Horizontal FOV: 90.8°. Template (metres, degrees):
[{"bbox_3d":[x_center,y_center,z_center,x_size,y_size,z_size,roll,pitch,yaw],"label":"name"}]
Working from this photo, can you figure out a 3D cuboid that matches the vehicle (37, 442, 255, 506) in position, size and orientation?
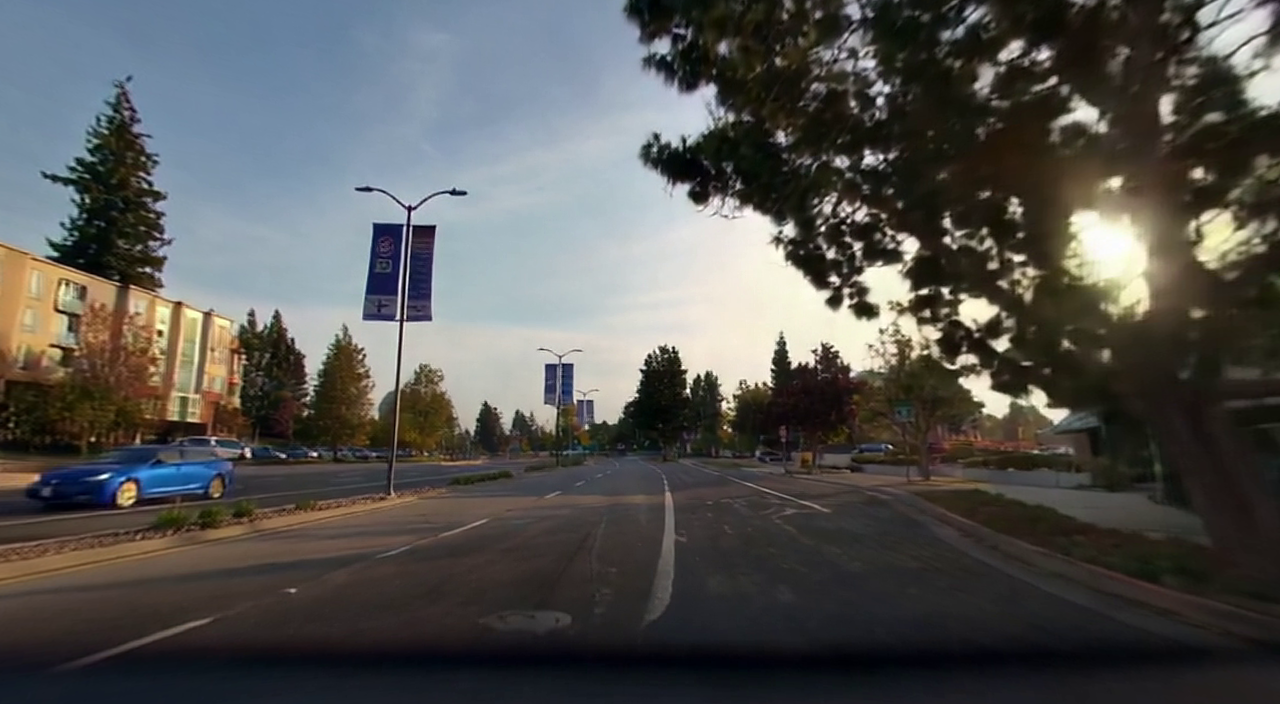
[{"bbox_3d":[-13.481,3.335,17.773,2.152,1.521,4.767,-1,-9,2],"label":"vehicle"}]
